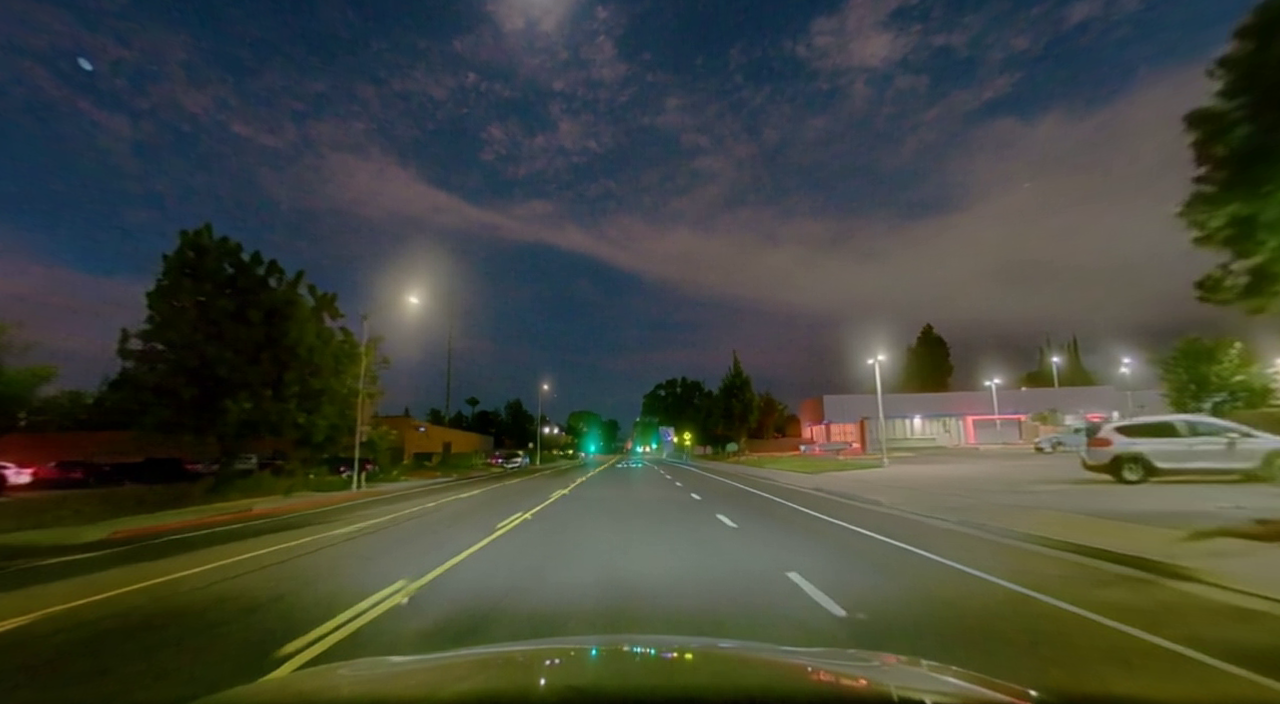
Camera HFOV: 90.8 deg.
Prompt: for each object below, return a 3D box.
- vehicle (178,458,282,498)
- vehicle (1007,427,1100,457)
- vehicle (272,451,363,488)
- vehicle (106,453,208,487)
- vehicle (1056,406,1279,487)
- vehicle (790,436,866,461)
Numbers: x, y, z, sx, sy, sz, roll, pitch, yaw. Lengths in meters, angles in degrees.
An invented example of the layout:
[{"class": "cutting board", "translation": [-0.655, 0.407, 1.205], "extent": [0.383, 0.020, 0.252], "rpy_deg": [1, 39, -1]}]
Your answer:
[{"class": "vehicle", "translation": [-17.343, 5.265, 26.679], "extent": [4.708, 1.472, 1.994], "rpy_deg": [-6, -11, 35]}, {"class": "vehicle", "translation": [22.332, 4.832, 34.103], "extent": [4.750, 1.505, 1.928], "rpy_deg": [3, -9, -26]}, {"class": "vehicle", "translation": [-16.560, 5.960, 32.402], "extent": [4.311, 1.746, 1.984], "rpy_deg": [-5, -10, 29]}, {"class": "vehicle", "translation": [-27.686, 6.755, 36.447], "extent": [4.417, 1.747, 1.954], "rpy_deg": [5, -10, -33]}, {"class": "vehicle", "translation": [12.715, 2.214, 14.790], "extent": [4.632, 1.701, 1.975], "rpy_deg": [-4, -10, 26]}, {"class": "vehicle", "translation": [12.815, 6.588, 43.084], "extent": [4.554, 1.668, 1.974], "rpy_deg": [-5, -10, 28]}]
